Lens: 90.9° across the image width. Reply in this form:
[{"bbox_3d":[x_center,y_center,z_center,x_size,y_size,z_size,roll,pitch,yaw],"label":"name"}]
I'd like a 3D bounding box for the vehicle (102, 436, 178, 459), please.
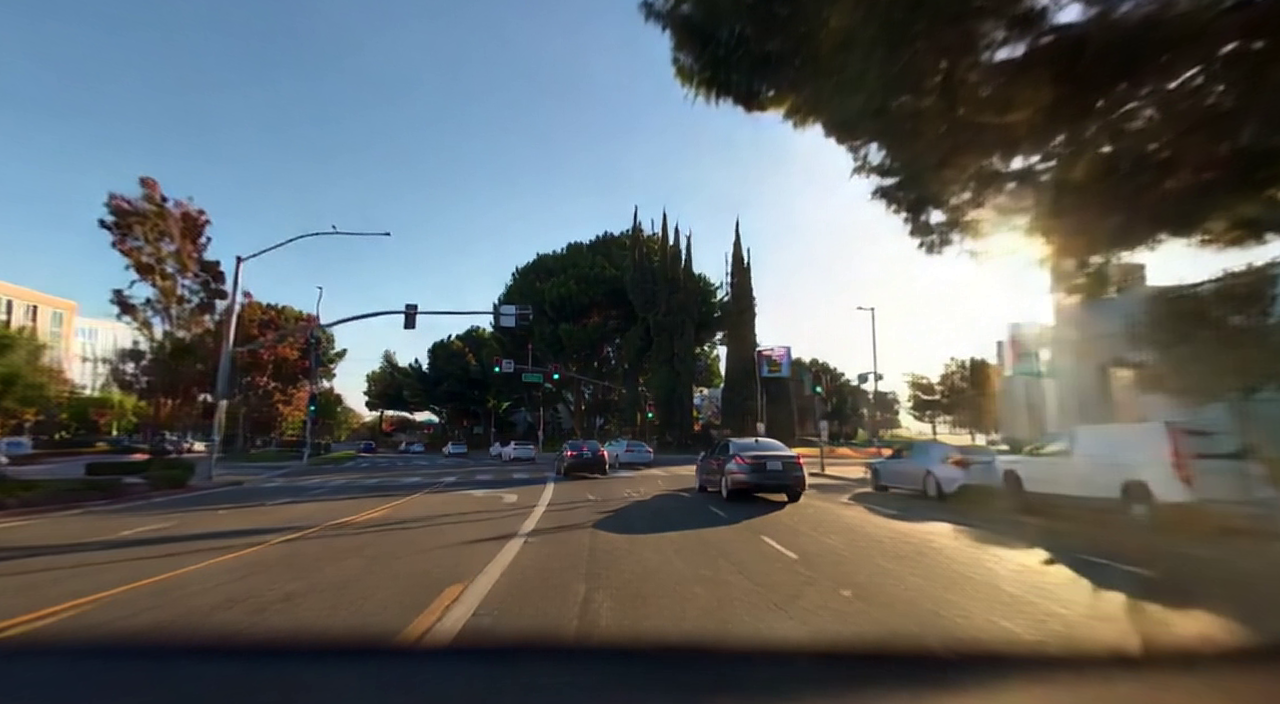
[{"bbox_3d":[-35.633,6.789,45.011,3.796,1.595,1.808,3,-9,-23],"label":"vehicle"}]

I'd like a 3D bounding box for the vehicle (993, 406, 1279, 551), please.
[{"bbox_3d":[7.442,1.744,9.334,1.825,1.646,4.070,1,-8,-4],"label":"vehicle"}]

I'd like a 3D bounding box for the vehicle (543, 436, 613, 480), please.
[{"bbox_3d":[-2.542,4.097,24.685,2.308,1.535,4.811,2,-8,-11],"label":"vehicle"}]

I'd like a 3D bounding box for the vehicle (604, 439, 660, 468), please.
[{"bbox_3d":[-0.530,5.417,33.880,1.957,1.463,4.701,2,-9,-14],"label":"vehicle"}]

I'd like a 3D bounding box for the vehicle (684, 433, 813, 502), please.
[{"bbox_3d":[2.522,2.827,15.968,1.984,1.476,4.488,1,-8,-7],"label":"vehicle"}]

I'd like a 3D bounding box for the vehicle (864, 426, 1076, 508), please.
[{"bbox_3d":[7.028,2.490,14.126,1.933,1.522,4.443,1,-8,-7],"label":"vehicle"}]
